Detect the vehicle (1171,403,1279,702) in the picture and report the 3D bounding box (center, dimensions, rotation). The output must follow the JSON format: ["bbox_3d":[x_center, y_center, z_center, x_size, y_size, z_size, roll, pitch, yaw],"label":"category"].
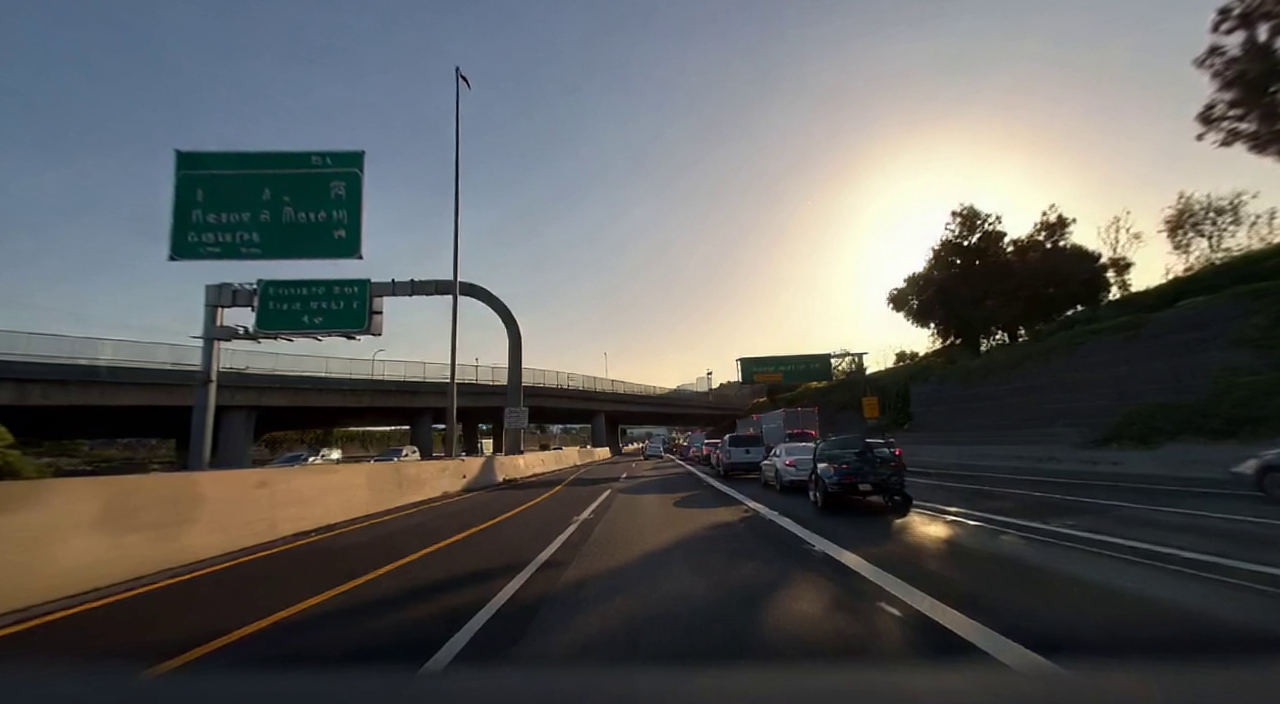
[{"bbox_3d":[4.178,0.705,1.191,1.991,1.473,5.033,0,-8,0],"label":"vehicle"}]

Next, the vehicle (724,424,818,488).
[{"bbox_3d":[4.400,3.597,22.111,2.191,1.963,5.001,0,-8,0],"label":"vehicle"}]

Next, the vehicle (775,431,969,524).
[{"bbox_3d":[4.305,2.418,12.799,2.065,1.487,4.972,0,-8,0],"label":"vehicle"}]

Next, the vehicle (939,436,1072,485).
[{"bbox_3d":[12.216,3.646,21.571,1.839,1.490,4.636,0,-8,1],"label":"vehicle"}]

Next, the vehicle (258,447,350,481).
[{"bbox_3d":[-19.779,6.568,37.572,2.253,1.837,5.643,0,-8,1],"label":"vehicle"}]
